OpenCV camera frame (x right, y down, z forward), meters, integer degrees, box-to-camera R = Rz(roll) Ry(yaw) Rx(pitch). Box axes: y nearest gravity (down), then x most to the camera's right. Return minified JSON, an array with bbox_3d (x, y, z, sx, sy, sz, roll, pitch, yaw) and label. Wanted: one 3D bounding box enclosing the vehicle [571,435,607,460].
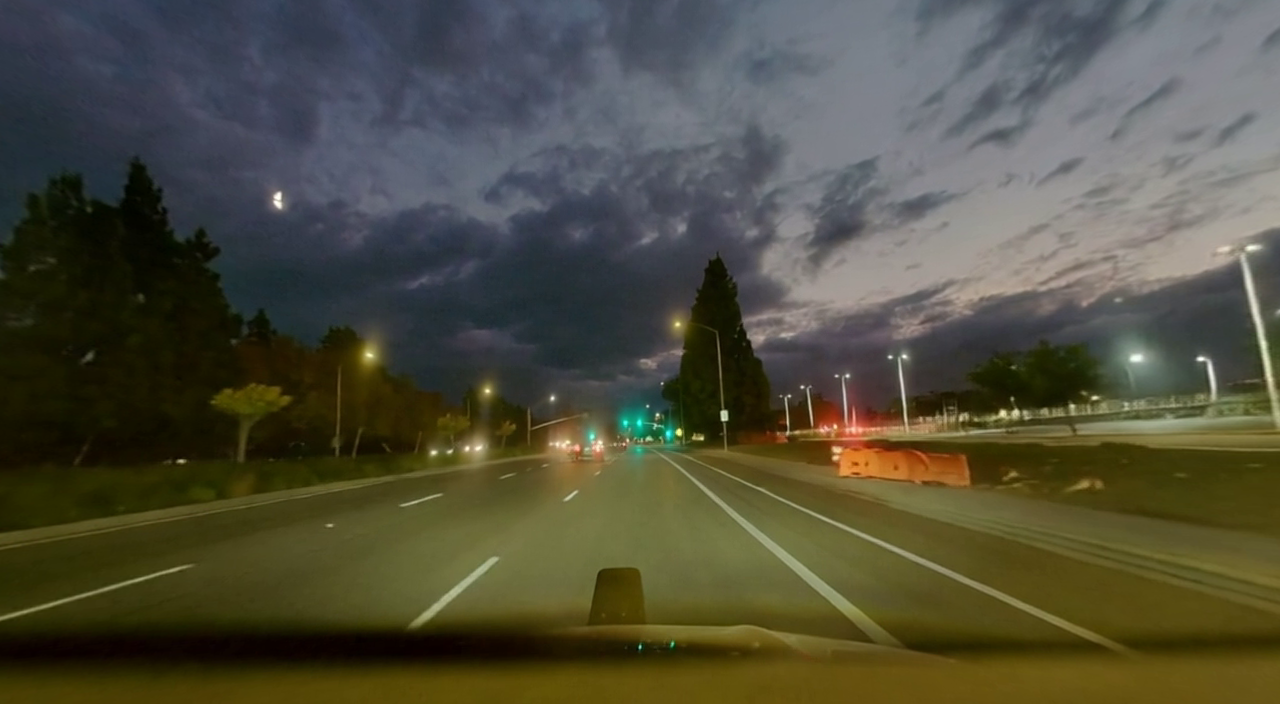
[{"bbox_3d":[-3.473,6.559,43.498,2.121,1.654,3.993,0,-8,0],"label":"vehicle"}]
